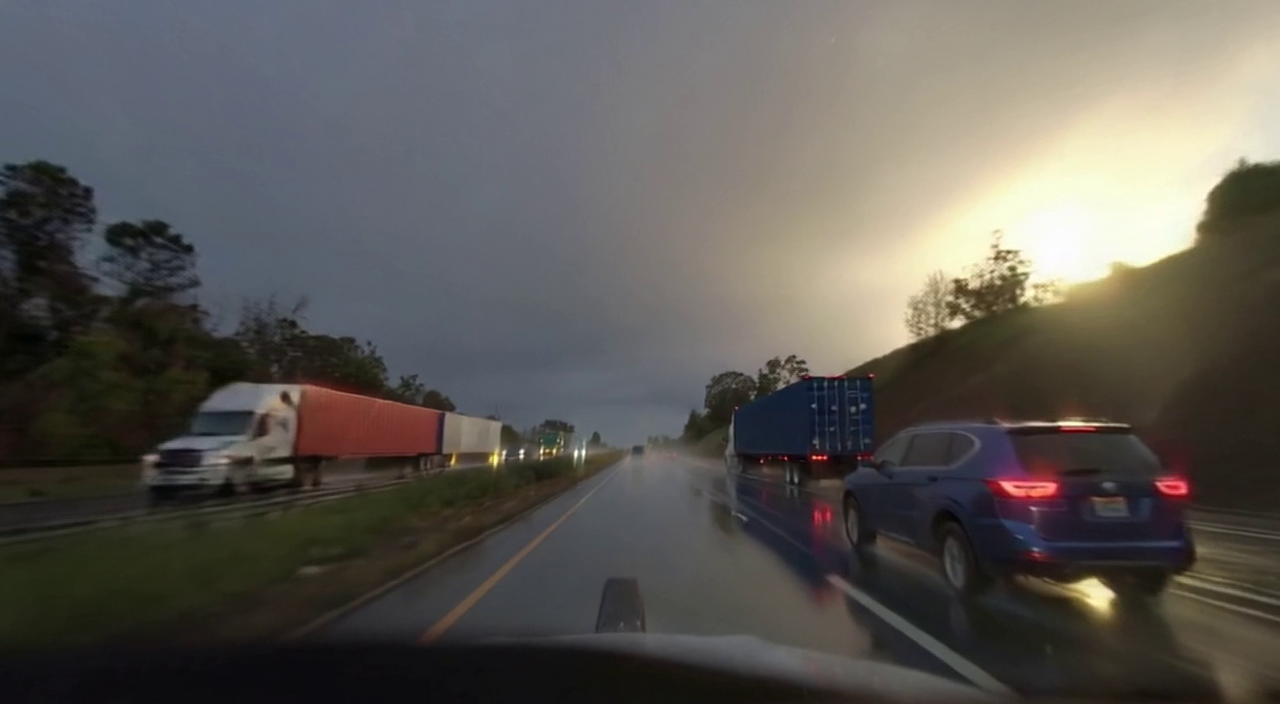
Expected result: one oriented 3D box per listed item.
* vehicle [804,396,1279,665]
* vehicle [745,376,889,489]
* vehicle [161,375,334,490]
[{"bbox_3d":[3.342,1.450,6.268,2.130,1.658,4.537,0,-9,-1],"label":"vehicle"},{"bbox_3d":[7.533,3.922,29.714,2.882,4.109,13.567,0,-9,0],"label":"vehicle"},{"bbox_3d":[-15.228,3.250,25.161,3.012,3.994,5.844,0,-9,-1],"label":"vehicle"}]
